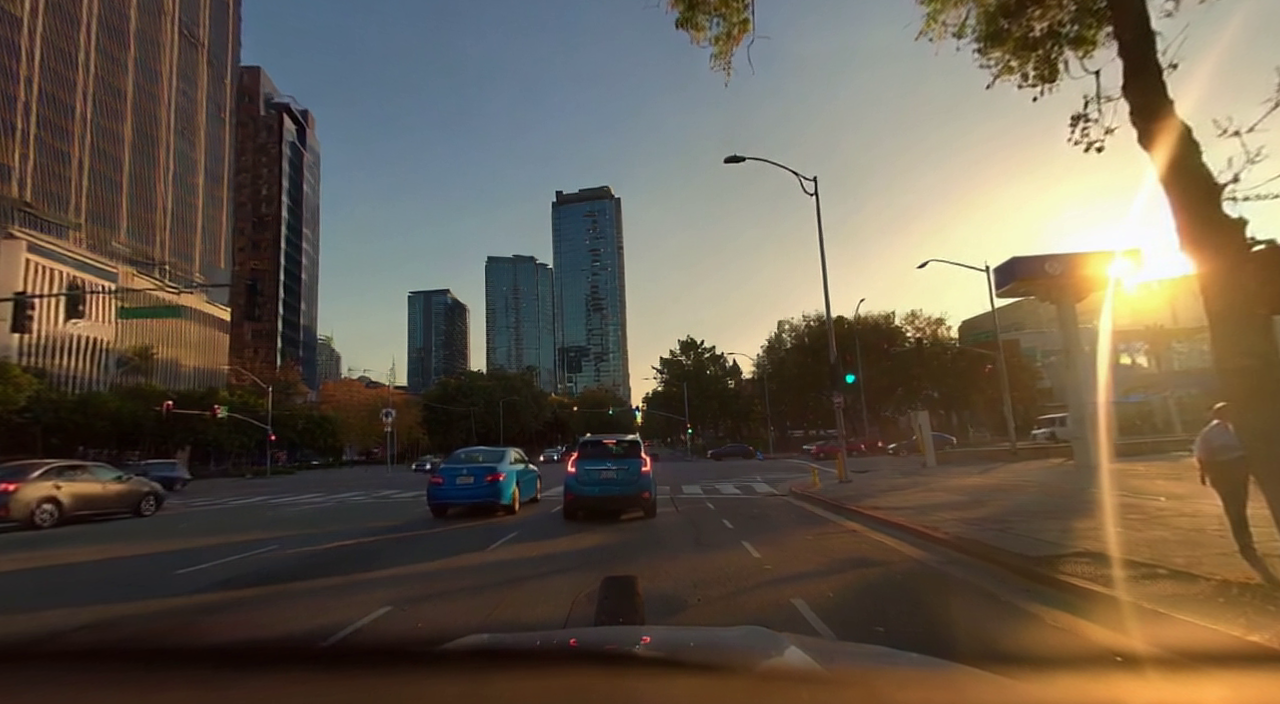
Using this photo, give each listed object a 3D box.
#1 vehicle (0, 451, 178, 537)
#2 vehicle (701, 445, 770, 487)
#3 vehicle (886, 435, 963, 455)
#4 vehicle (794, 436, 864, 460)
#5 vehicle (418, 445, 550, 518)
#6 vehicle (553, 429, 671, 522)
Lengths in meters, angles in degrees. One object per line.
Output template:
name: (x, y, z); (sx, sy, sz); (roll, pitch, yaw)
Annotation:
vehicle: (-13.477, 3.126, 14.580); (1.995, 1.626, 4.592); (0, -8, 2)
vehicle: (3.870, 4.436, 24.993); (1.976, 1.462, 4.342); (-3, -9, 18)
vehicle: (20.767, 6.830, 46.255); (4.700, 1.417, 1.789); (0, -8, 1)
vehicle: (13.875, 7.054, 46.544); (4.524, 1.681, 1.823); (0, -8, -1)
vehicle: (-3.552, 3.016, 15.317); (2.003, 1.492, 4.291); (0, -8, 2)
vehicle: (-0.504, 2.621, 13.985); (2.210, 1.722, 4.215); (0, -8, 1)
